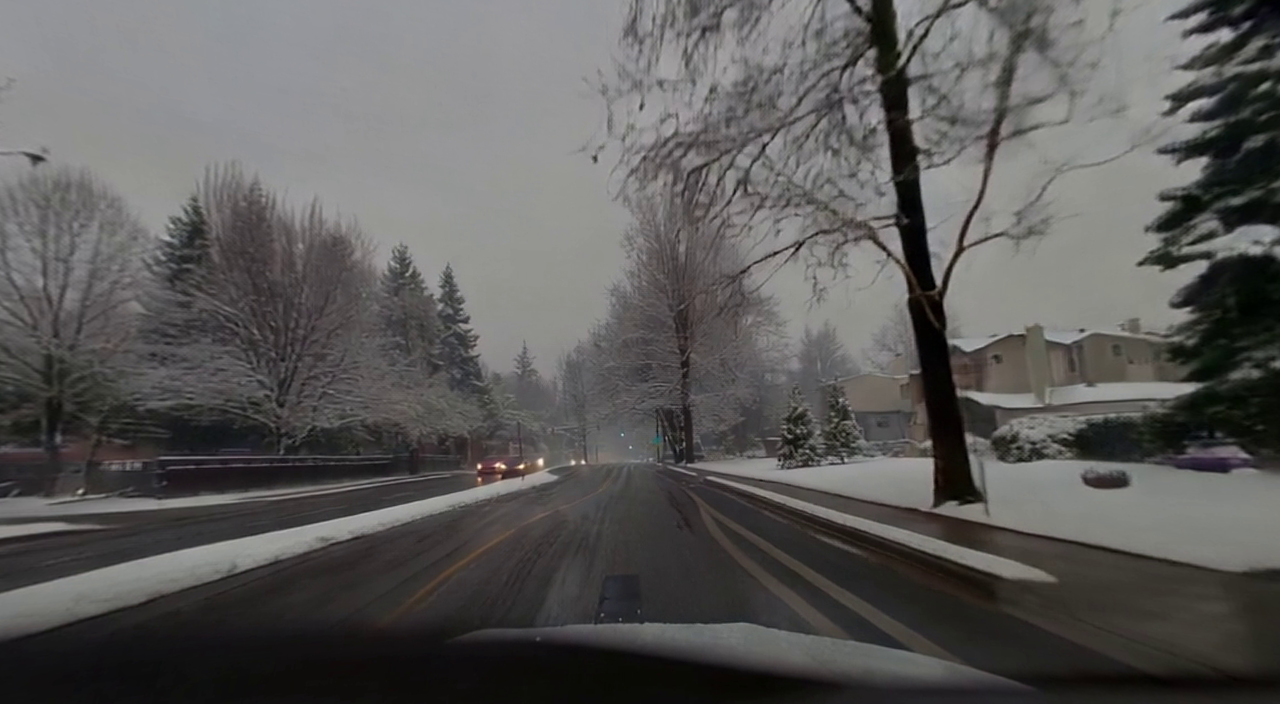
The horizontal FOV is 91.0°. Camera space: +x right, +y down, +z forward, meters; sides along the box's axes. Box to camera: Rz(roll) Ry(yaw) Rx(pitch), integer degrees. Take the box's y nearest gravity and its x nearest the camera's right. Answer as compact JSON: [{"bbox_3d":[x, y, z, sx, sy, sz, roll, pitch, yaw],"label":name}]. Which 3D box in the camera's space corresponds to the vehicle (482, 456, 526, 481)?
[{"bbox_3d":[-9.163,7.851,42.762,2.050,1.486,4.512,0,-9,-2],"label":"vehicle"}]
